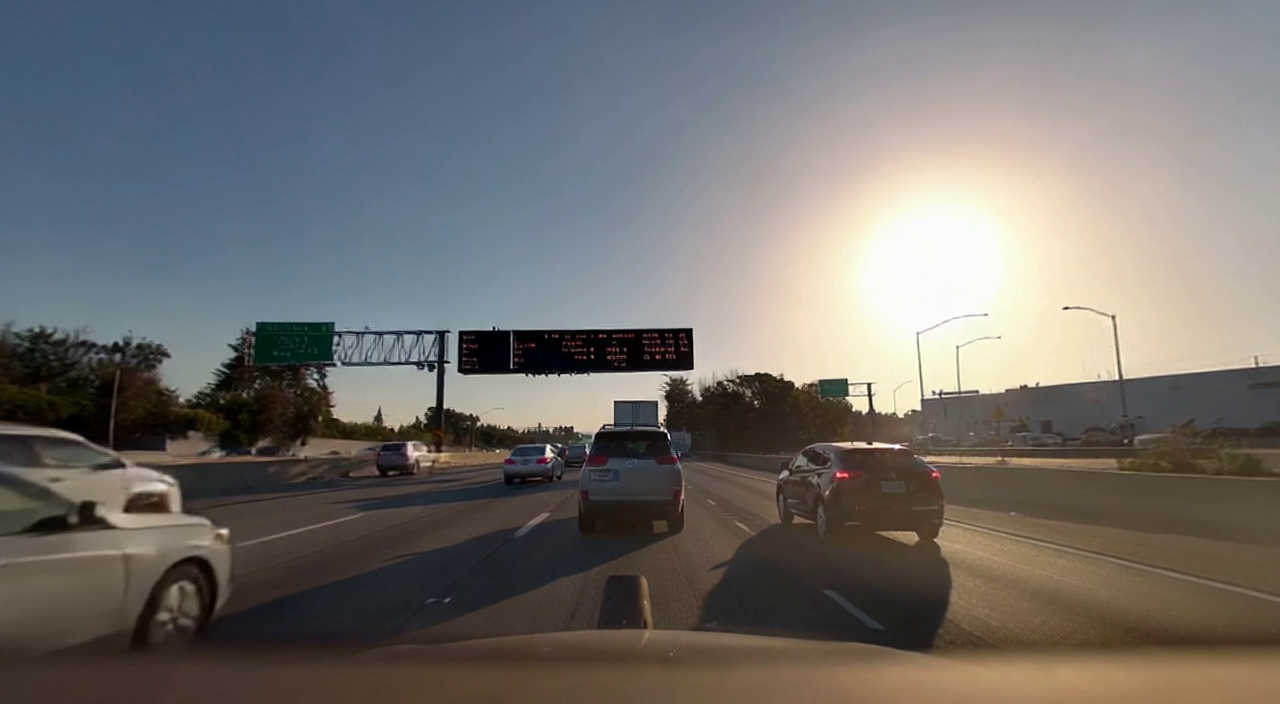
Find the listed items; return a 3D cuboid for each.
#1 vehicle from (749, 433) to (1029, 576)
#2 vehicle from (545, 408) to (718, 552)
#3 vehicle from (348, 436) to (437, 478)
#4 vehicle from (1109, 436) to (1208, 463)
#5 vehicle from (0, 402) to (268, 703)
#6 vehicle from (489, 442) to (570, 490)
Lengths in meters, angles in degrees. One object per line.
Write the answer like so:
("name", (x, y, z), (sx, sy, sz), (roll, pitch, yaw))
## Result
("vehicle", (3.001, 1.931, 8.893), (2.018, 1.470, 4.491), (0, -9, -2))
("vehicle", (-0.122, 1.898, 9.929), (2.152, 1.779, 3.924), (0, -9, 0))
("vehicle", (-11.005, 4.689, 28.438), (2.129, 1.720, 4.547), (0, -9, 1))
("vehicle", (32.023, 6.020, 39.095), (1.805, 1.536, 4.325), (3, -9, -18))
("vehicle", (-3.462, 0.829, 1.703), (2.132, 1.464, 4.481), (0, -9, 1))
("vehicle", (-3.683, 3.876, 21.806), (2.005, 1.458, 4.143), (0, -9, 1))
